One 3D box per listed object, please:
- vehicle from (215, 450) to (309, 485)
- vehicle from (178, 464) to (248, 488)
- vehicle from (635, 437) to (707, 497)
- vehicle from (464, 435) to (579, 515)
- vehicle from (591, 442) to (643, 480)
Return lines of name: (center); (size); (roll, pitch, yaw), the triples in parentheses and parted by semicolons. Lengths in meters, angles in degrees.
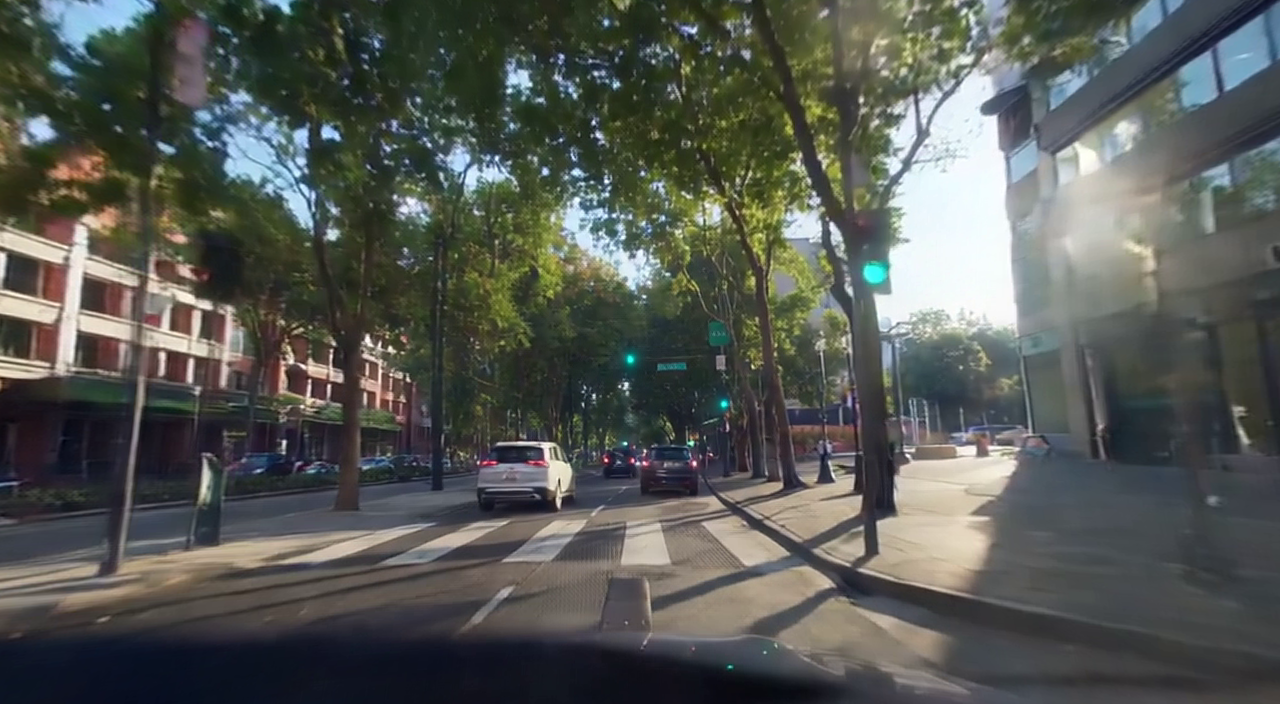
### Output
vehicle: (-24.473, 7.462, 41.217); (2.144, 1.993, 6.287); (0, -8, 1)
vehicle: (-30.265, 8.765, 44.829); (1.819, 1.446, 4.532); (0, -8, -1)
vehicle: (0.996, 3.738, 20.856); (2.120, 1.758, 3.917); (-1, -8, 2)
vehicle: (-2.779, 2.973, 15.754); (1.940, 1.722, 3.823); (-1, -8, 3)
vehicle: (-1.140, 5.738, 33.571); (2.220, 1.847, 4.587); (-1, -8, 5)
